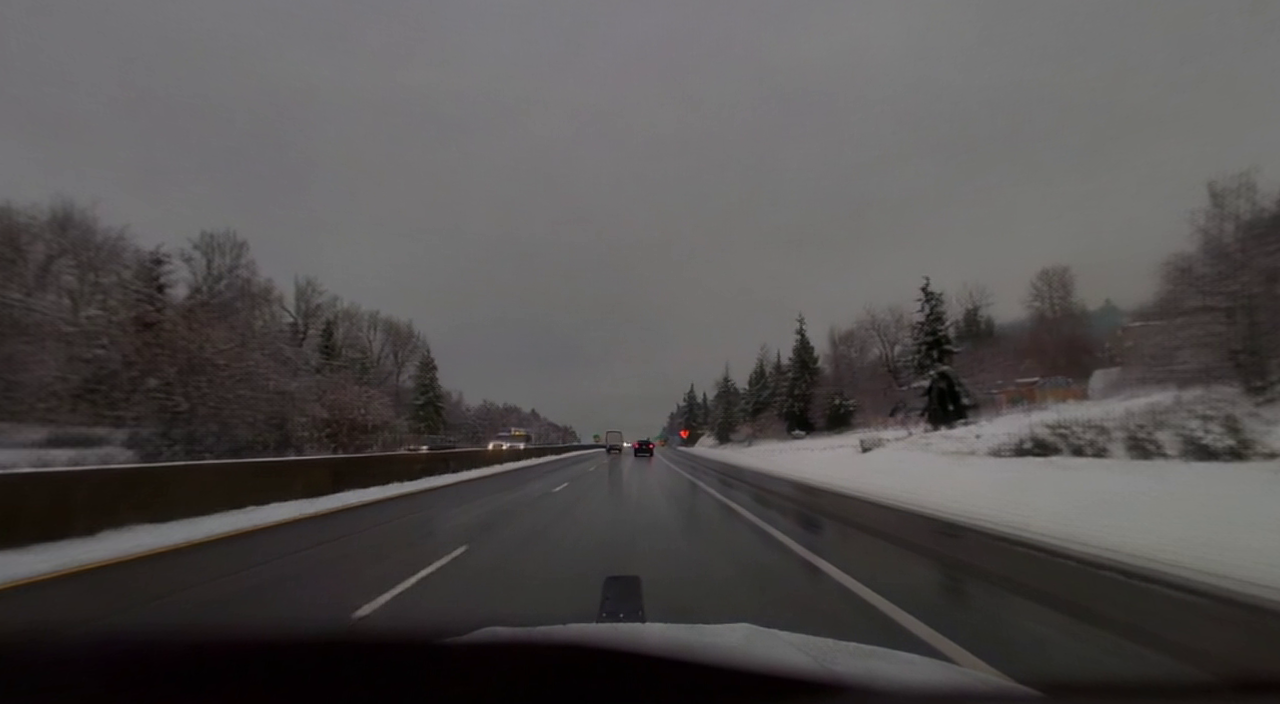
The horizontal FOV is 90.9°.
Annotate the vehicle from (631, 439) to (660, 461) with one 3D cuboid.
[{"bbox_3d":[0.370,7.098,45.817,2.030,1.523,4.114,0,-8,0],"label":"vehicle"}]

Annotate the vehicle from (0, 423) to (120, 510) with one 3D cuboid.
[{"bbox_3d":[-14.786,2.539,14.056,2.040,1.854,4.987,0,-8,0],"label":"vehicle"}]

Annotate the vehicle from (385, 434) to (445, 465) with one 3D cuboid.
[{"bbox_3d":[-15.092,6.572,42.502,2.067,1.948,5.164,0,-8,1],"label":"vehicle"}]
